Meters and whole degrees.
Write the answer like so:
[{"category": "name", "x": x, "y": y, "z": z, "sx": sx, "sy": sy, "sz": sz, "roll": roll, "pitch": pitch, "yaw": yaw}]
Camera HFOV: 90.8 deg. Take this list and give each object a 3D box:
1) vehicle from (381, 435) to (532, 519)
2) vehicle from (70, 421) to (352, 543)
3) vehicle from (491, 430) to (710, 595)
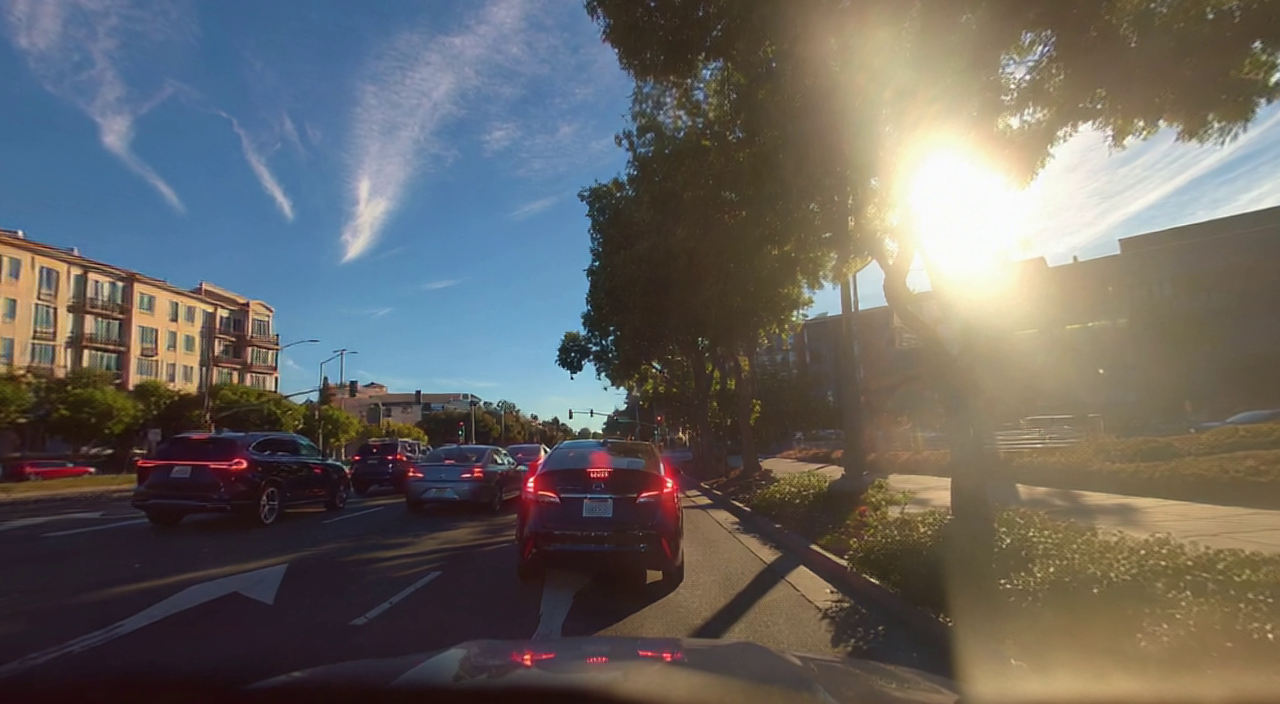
[{"category": "vehicle", "x": -3.785, "y": 2.655, "z": 13.992, "sx": 1.913, "sy": 1.521, "sz": 4.539, "roll": 0, "pitch": -9, "yaw": 1}, {"category": "vehicle", "x": -7.321, "y": 2.233, "z": 11.497, "sx": 2.068, "sy": 1.784, "sz": 4.224, "roll": 0, "pitch": -9, "yaw": 1}, {"category": "vehicle", "x": -0.386, "y": 1.821, "z": 8.025, "sx": 2.066, "sy": 1.544, "sz": 3.954, "roll": 0, "pitch": -9, "yaw": 0}]
